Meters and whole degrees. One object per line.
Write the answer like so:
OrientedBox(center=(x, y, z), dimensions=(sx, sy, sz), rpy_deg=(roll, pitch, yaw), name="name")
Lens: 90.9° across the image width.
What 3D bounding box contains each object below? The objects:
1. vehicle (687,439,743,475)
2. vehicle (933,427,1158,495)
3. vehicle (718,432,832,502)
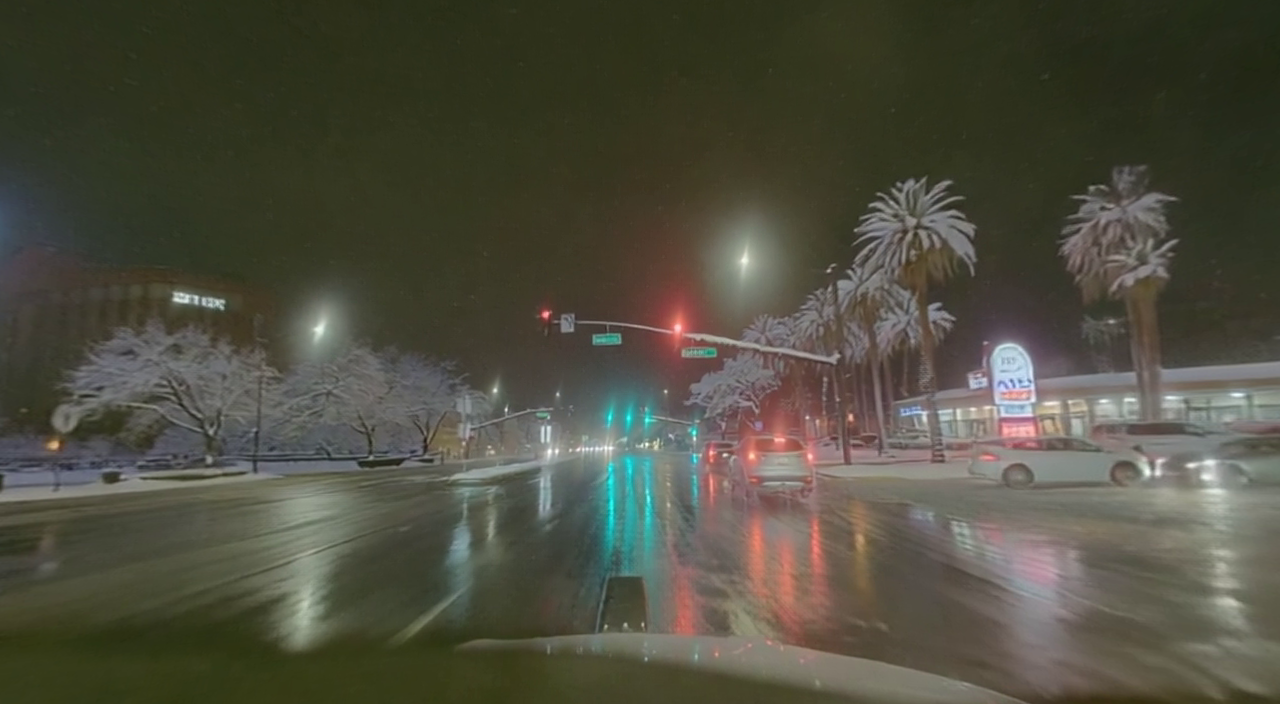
OrientedBox(center=(3.233, 4.606, 28.018), dimensions=(1.870, 1.467, 4.800), rpy_deg=(0, -8, 0), name="vehicle")
OrientedBox(center=(10.563, 2.859, 16.743), dimensions=(4.448, 1.640, 2.160), rpy_deg=(0, -8, 0), name="vehicle")
OrientedBox(center=(3.277, 2.858, 16.166), dimensions=(1.931, 1.534, 4.126), rpy_deg=(0, -8, -1), name="vehicle")
